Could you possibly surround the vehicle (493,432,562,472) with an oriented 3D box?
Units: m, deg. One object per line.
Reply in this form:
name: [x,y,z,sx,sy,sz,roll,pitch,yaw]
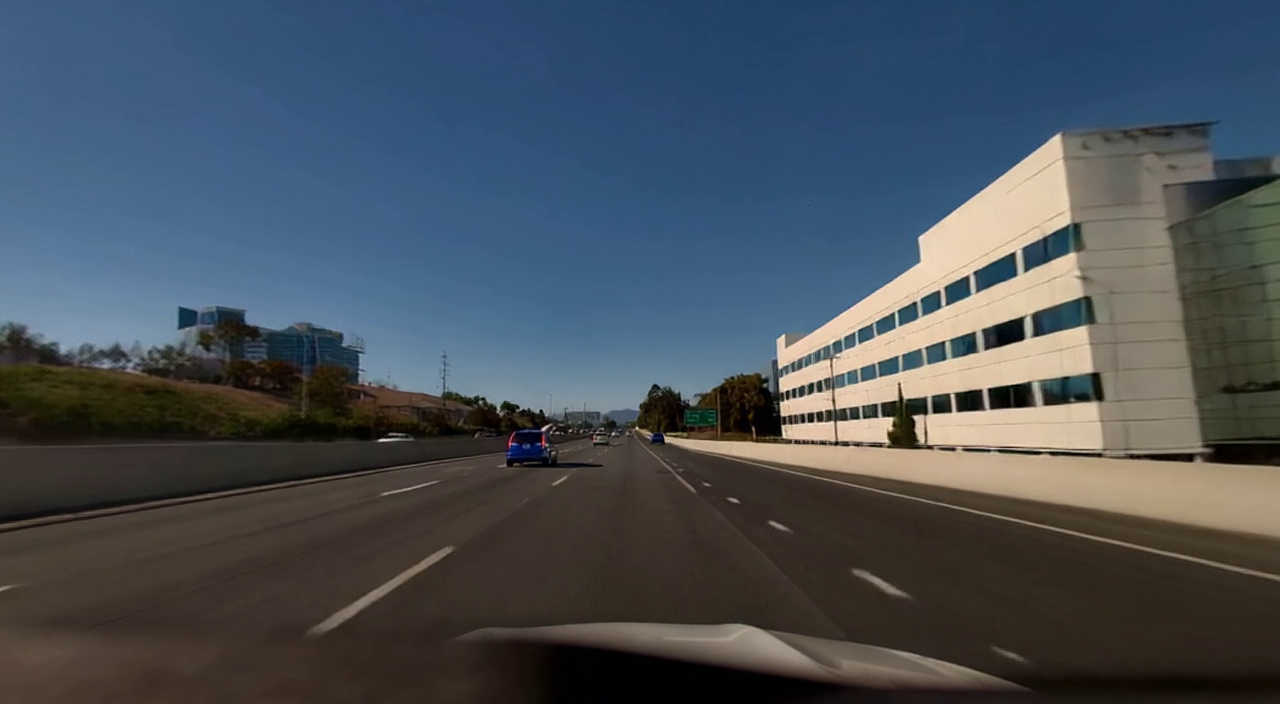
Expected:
vehicle: [-4.459,4.018,25.629,1.996,1.490,4.571,0,-8,0]
